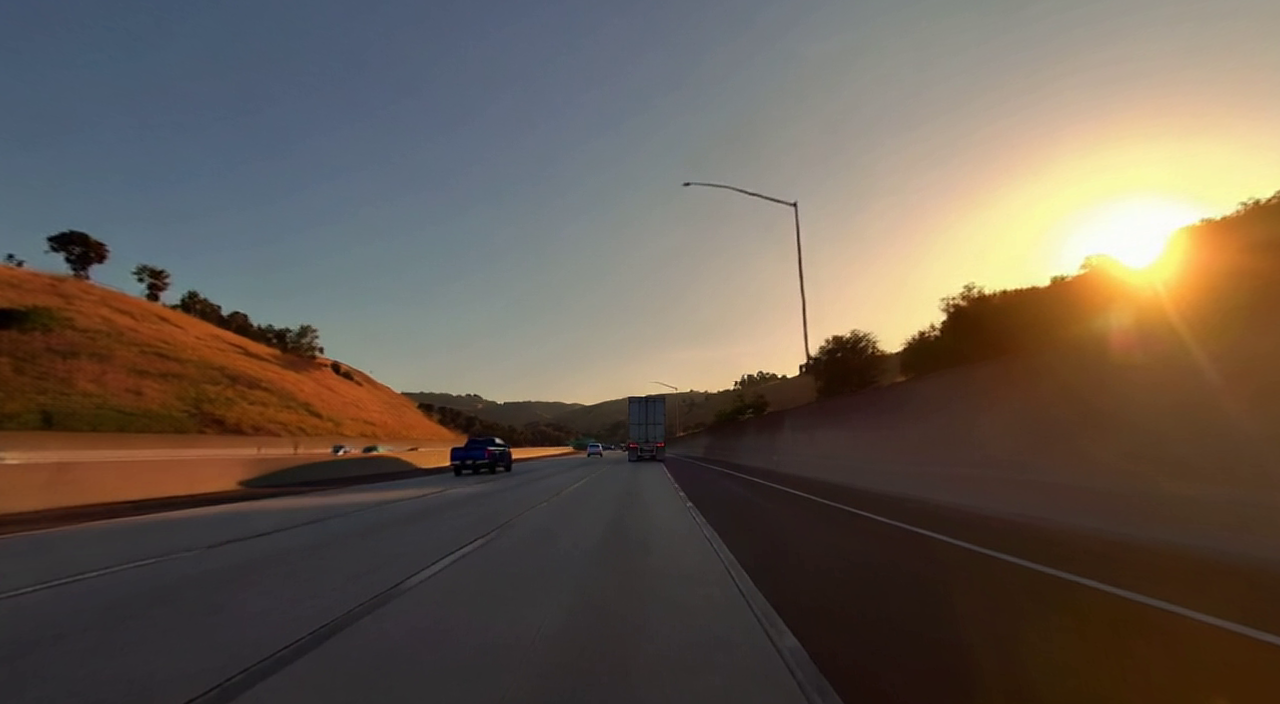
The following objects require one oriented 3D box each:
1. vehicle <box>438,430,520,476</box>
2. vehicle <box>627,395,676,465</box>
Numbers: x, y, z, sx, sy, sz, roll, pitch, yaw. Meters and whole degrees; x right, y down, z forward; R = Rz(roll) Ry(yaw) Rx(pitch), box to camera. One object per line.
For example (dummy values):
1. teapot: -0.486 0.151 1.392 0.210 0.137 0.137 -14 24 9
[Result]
1. vehicle: -7.048 4.477 28.308 2.113 1.837 5.339 0 -8 1
2. vehicle: 0.841 5.865 46.176 2.951 4.229 15.519 0 -8 1
